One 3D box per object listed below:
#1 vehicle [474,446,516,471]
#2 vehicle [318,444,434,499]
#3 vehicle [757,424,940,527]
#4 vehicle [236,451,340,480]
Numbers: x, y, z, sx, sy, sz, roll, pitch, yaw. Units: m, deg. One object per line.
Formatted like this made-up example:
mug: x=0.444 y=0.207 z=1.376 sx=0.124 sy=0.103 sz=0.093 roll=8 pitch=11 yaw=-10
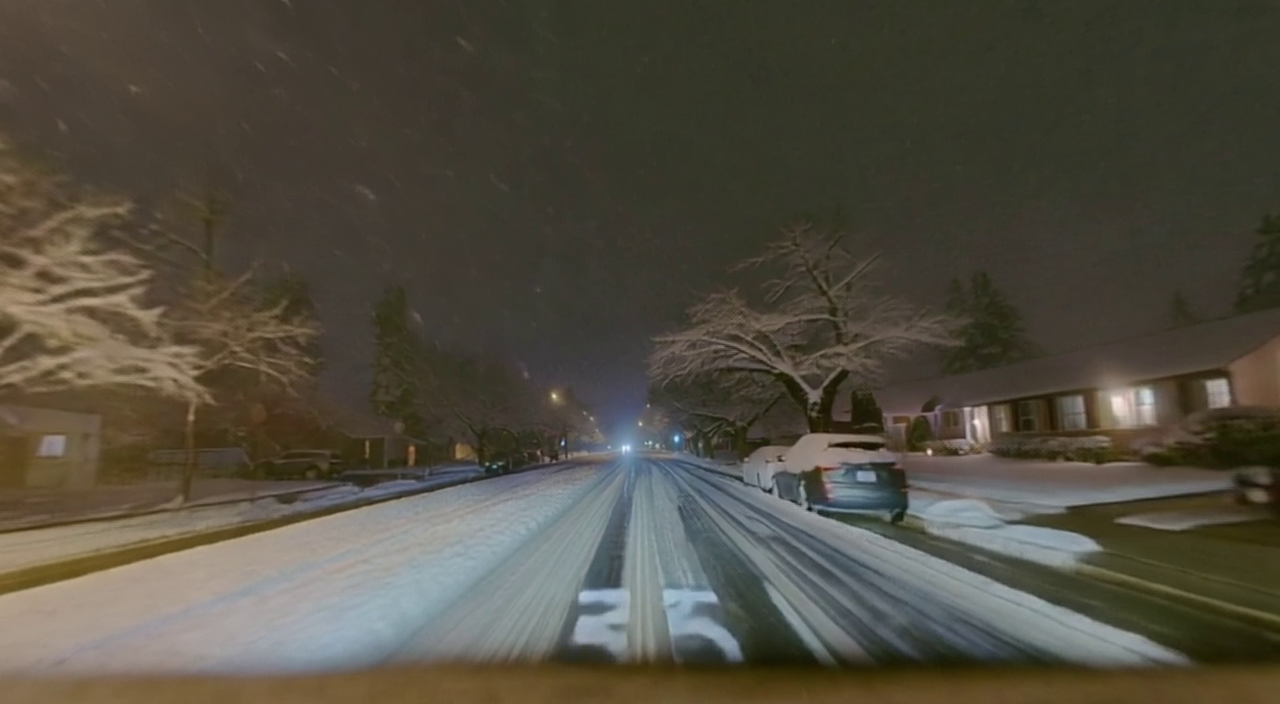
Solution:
vehicle: x=-10.811 y=7.980 z=47.254 sx=2.082 sy=1.661 sz=4.403 roll=-3 pitch=-10 yaw=0
vehicle: x=-10.678 y=4.814 z=26.150 sx=2.338 sy=1.871 sz=5.795 roll=-4 pitch=-8 yaw=0
vehicle: x=4.166 y=2.564 z=13.716 sx=2.254 sy=1.812 sz=4.817 roll=0 pitch=-8 yaw=-1
vehicle: x=-19.242 y=6.215 z=34.686 sx=4.530 sy=1.477 sz=1.843 roll=0 pitch=-8 yaw=-1
